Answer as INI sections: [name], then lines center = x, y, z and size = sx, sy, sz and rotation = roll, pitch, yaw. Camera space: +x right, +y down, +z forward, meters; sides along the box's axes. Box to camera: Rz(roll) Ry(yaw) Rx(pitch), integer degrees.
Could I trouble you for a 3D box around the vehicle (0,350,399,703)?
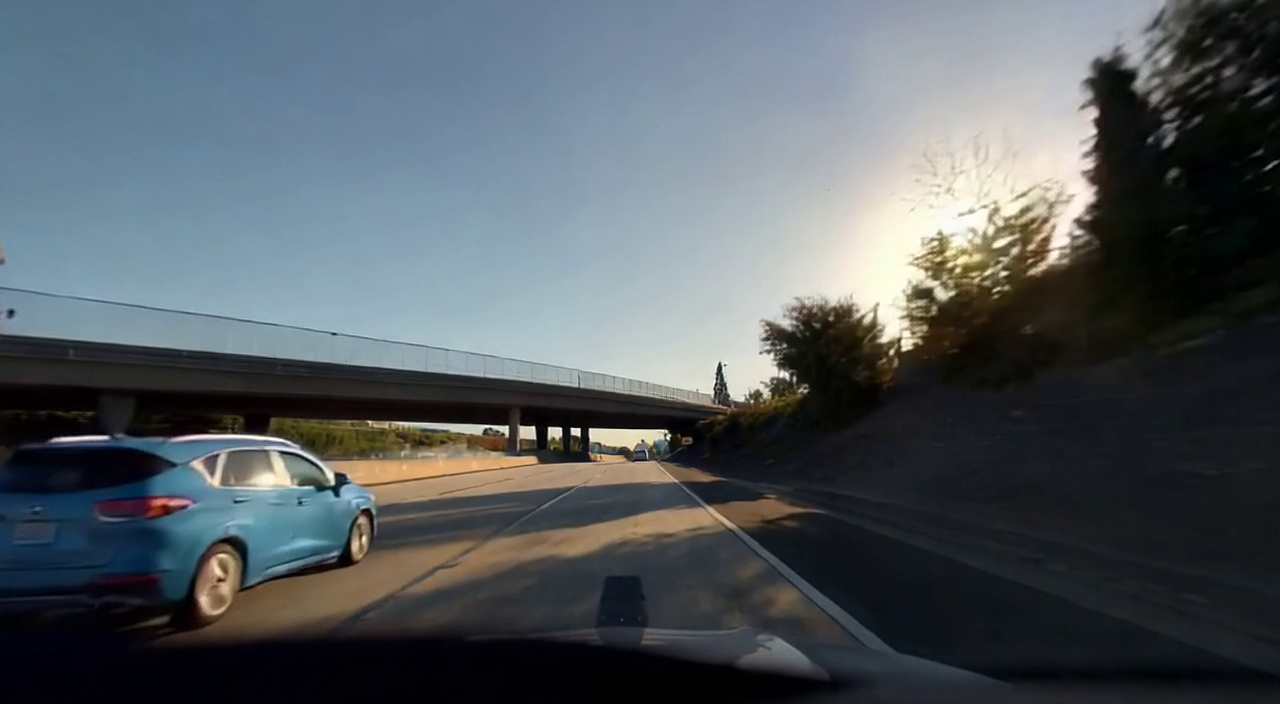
[vehicle]
center = -4.154, 1.228, 5.257
size = 2.272, 1.759, 5.058
rotation = 0, -9, 0
